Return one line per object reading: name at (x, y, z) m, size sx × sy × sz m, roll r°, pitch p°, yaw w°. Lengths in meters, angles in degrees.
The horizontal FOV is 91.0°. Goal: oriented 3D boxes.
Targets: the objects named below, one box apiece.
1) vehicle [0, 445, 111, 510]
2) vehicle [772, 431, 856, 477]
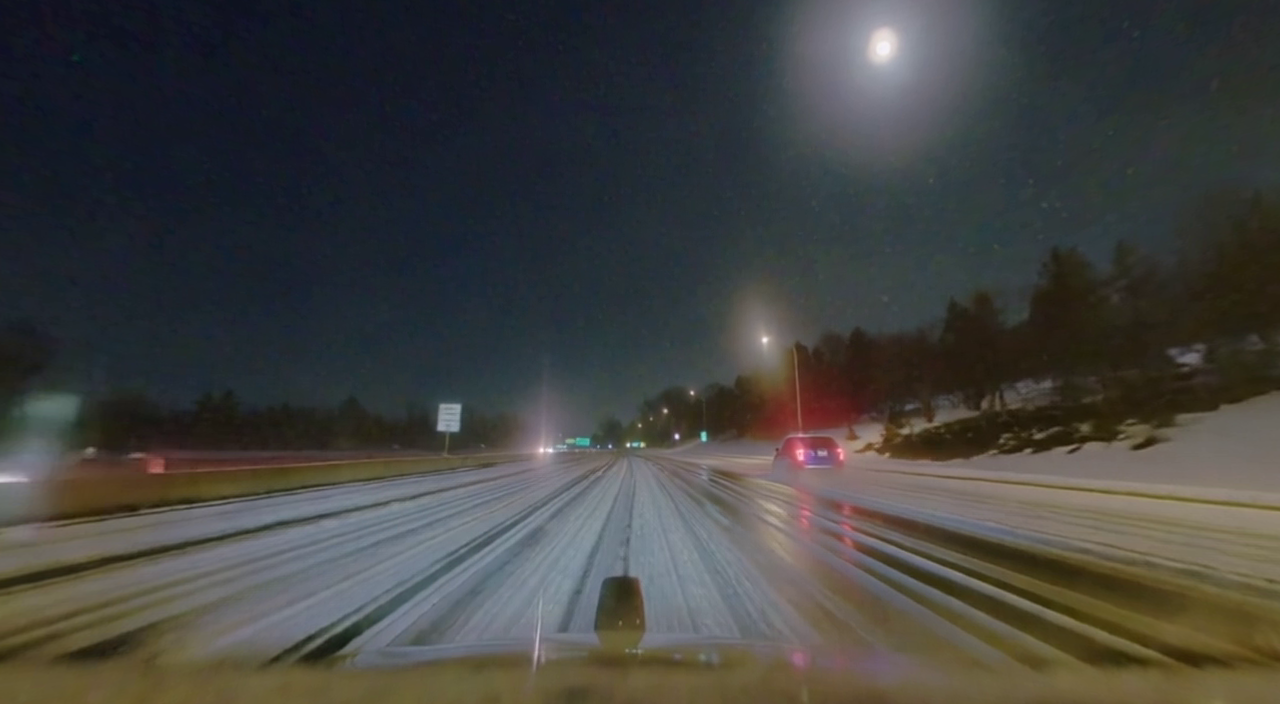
vehicle at (-15.884, 3.072, 15.609) m, size 1.961 × 1.511 × 4.018 m, roll 0°, pitch -9°, yaw 1°
vehicle at (7.030, 4.193, 26.009) m, size 2.091 × 1.711 × 4.383 m, roll 0°, pitch -9°, yaw -2°
